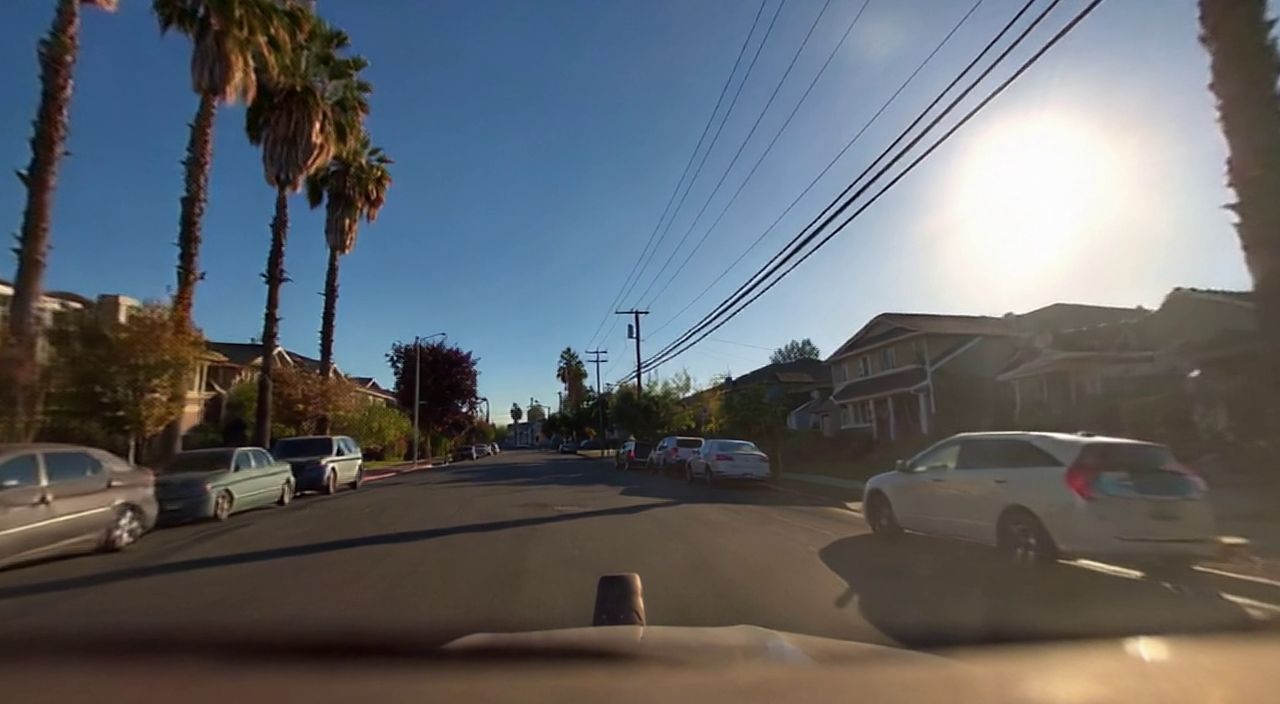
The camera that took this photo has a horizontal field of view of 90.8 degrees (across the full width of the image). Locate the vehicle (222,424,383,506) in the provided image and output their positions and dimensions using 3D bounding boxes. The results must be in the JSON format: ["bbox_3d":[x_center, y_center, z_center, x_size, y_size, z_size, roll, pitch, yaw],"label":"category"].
[{"bbox_3d":[-9.314,3.142,18.166,2.300,1.943,5.744,1,-9,-10],"label":"vehicle"}]

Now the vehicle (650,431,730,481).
[{"bbox_3d":[1.849,4.086,25.039,1.922,1.761,4.633,2,-9,-12],"label":"vehicle"}]

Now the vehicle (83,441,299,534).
[{"bbox_3d":[-8.473,2.515,12.472,1.801,1.477,4.239,1,-9,-11],"label":"vehicle"}]

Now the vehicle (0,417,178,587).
[{"bbox_3d":[-7.505,1.649,7.126,1.919,1.678,4.385,-2,-7,-10],"label":"vehicle"}]

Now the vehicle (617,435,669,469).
[{"bbox_3d":[0.077,5.696,36.161,2.115,1.826,4.871,1,-9,-10],"label":"vehicle"}]

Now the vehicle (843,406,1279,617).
[{"bbox_3d":[4.399,1.585,7.333,1.943,1.623,4.471,1,-9,-10],"label":"vehicle"}]

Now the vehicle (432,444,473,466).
[{"bbox_3d":[-13.264,7.289,44.908,2.013,1.483,4.645,1,-8,-7],"label":"vehicle"}]

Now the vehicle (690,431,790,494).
[{"bbox_3d":[2.900,3.323,19.337,1.894,1.675,4.294,1,-8,-7],"label":"vehicle"}]
